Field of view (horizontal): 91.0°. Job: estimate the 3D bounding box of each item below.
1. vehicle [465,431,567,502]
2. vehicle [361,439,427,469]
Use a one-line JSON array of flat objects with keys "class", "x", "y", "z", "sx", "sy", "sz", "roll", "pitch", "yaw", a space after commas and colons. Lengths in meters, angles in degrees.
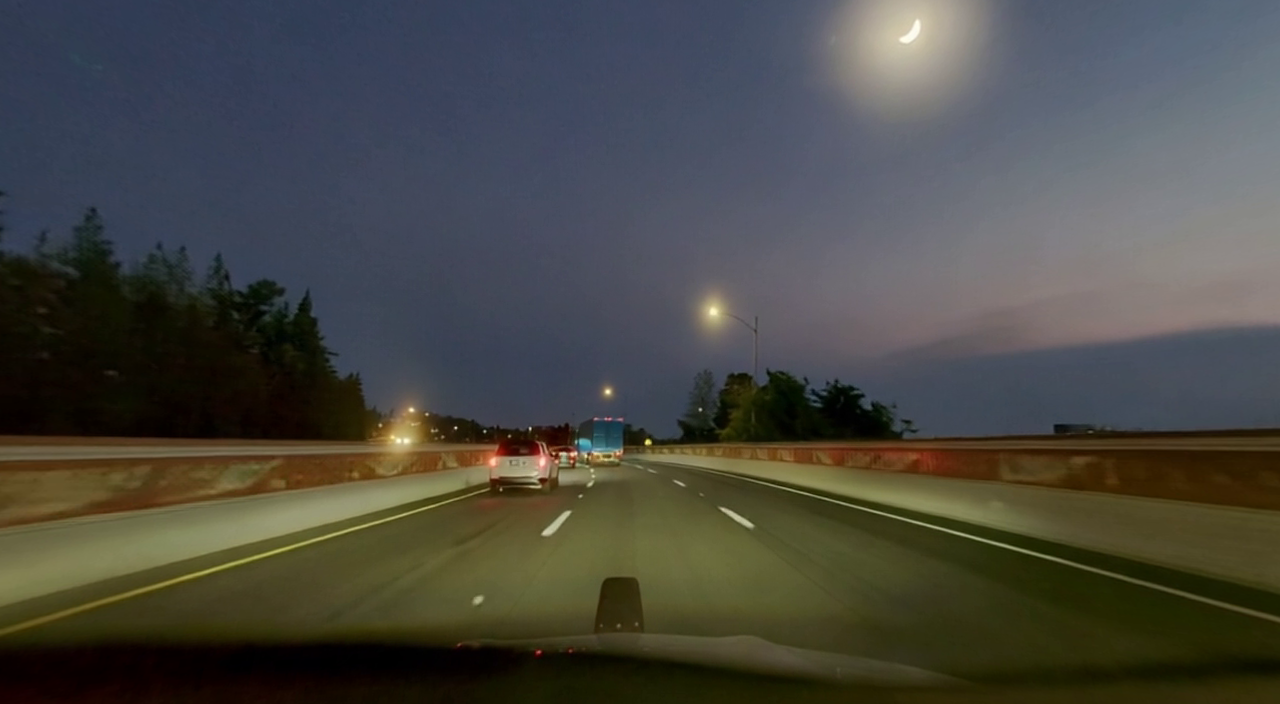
[{"class": "vehicle", "x": -3.356, "y": 3.195, "z": 17.925, "sx": 2.041, "sy": 1.734, "sz": 4.391, "roll": 0, "pitch": -9, "yaw": -1}, {"class": "vehicle", "x": -14.383, "y": 5.982, "z": 37.128, "sx": 2.187, "sy": 1.625, "sz": 4.614, "roll": 1, "pitch": -9, "yaw": -2}]
